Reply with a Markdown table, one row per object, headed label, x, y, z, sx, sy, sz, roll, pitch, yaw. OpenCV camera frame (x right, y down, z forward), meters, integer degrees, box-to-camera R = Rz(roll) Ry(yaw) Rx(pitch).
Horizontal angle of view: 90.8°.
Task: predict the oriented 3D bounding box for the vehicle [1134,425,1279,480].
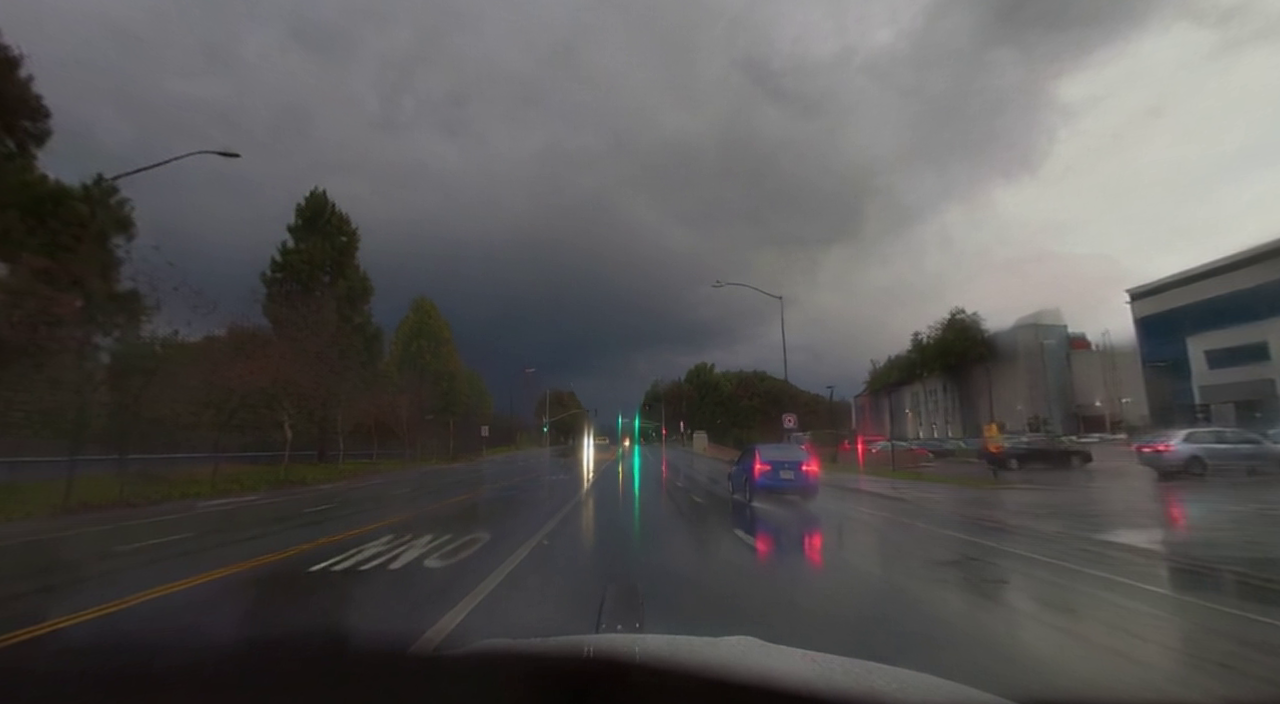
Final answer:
| label | x | y | z | sx | sy | sz | roll | pitch | yaw |
| --- | --- | --- | --- | --- | --- | --- | --- | --- | --- |
| vehicle | 18.150 | 3.061 | 19.314 | 4.436 | 1.556 | 1.997 | 0 | -8 | -2 |

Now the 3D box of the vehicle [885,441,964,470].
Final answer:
| label | x | y | z | sx | sy | sz | roll | pitch | yaw |
| --- | --- | --- | --- | --- | --- | --- | --- | --- | --- |
| vehicle | 19.375 | 7.080 | 43.163 | 4.418 | 1.418 | 1.873 | -5 | -14 | -2 |

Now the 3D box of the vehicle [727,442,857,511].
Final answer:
| label | x | y | z | sx | sy | sz | roll | pitch | yaw |
| --- | --- | --- | --- | --- | --- | --- | --- | --- | --- |
| vehicle | 3.669 | 3.075 | 16.197 | 2.114 | 1.493 | 4.430 | 0 | -8 | -2 |

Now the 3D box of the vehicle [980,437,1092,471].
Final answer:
| label | x | y | z | sx | sy | sz | roll | pitch | yaw |
| --- | --- | --- | --- | --- | --- | --- | --- | --- | --- |
| vehicle | 17.662 | 4.570 | 28.313 | 3.622 | 1.432 | 2.029 | 1 | -8 | -3 |
